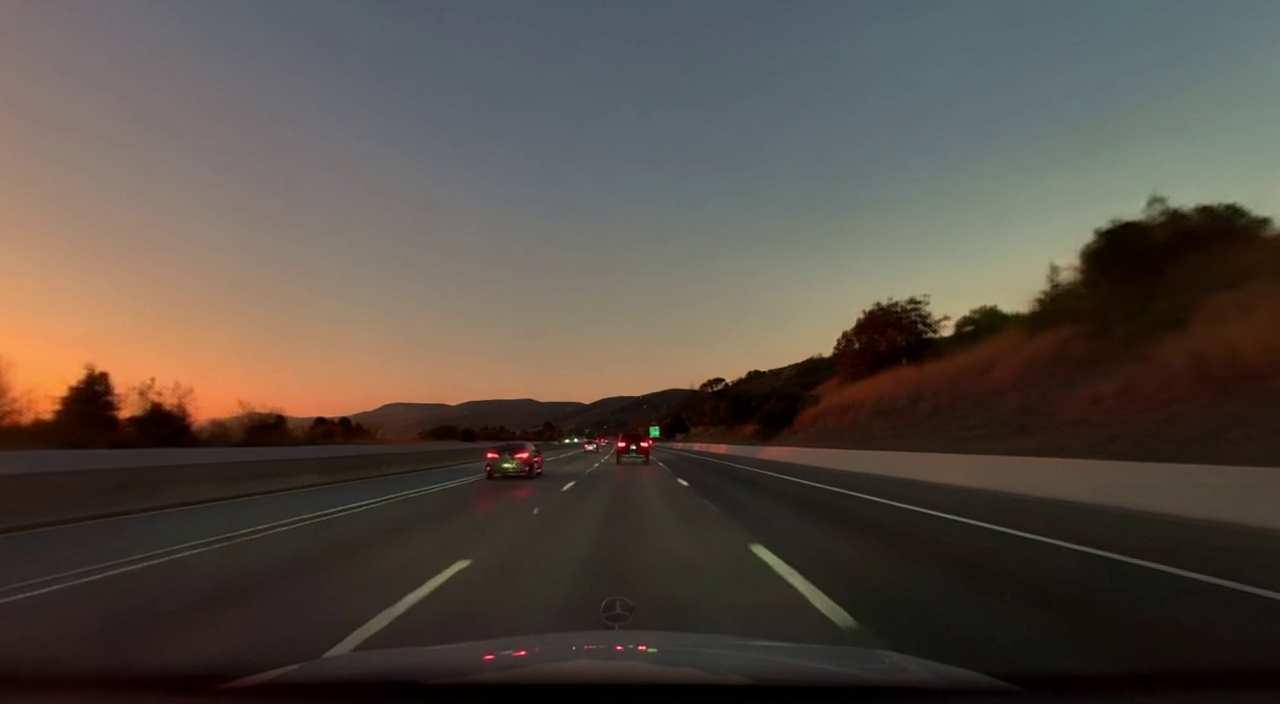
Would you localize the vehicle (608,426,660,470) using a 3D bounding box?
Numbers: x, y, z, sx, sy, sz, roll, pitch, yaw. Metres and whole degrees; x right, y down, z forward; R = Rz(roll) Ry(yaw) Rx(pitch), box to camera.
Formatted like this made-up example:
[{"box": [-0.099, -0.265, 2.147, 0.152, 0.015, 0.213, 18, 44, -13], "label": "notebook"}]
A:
[{"box": [-0.359, 4.692, 31.010, 2.382, 1.973, 4.439, 0, -8, -2], "label": "vehicle"}]

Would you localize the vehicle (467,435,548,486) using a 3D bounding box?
[{"box": [-4.340, 3.612, 21.267, 1.945, 1.550, 3.780, 0, -8, -1], "label": "vehicle"}]
